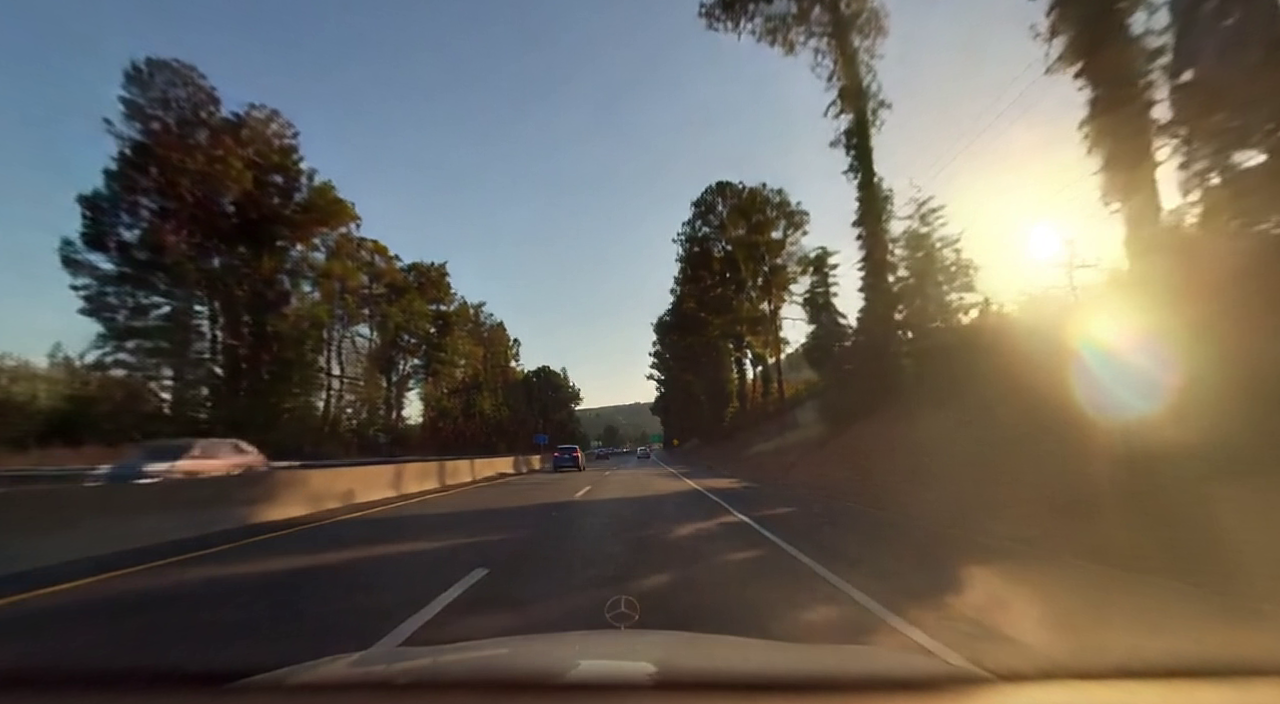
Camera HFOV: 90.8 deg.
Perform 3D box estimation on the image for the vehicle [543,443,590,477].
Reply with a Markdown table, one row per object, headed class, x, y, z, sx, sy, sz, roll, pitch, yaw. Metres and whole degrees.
| class | x | y | z | sx | sy | sz | roll | pitch | yaw |
| --- | --- | --- | --- | --- | --- | --- | --- | --- | --- |
| vehicle | -3.639 | 5.433 | 31.946 | 1.846 | 1.600 | 4.108 | 0 | -9 | 1 |
